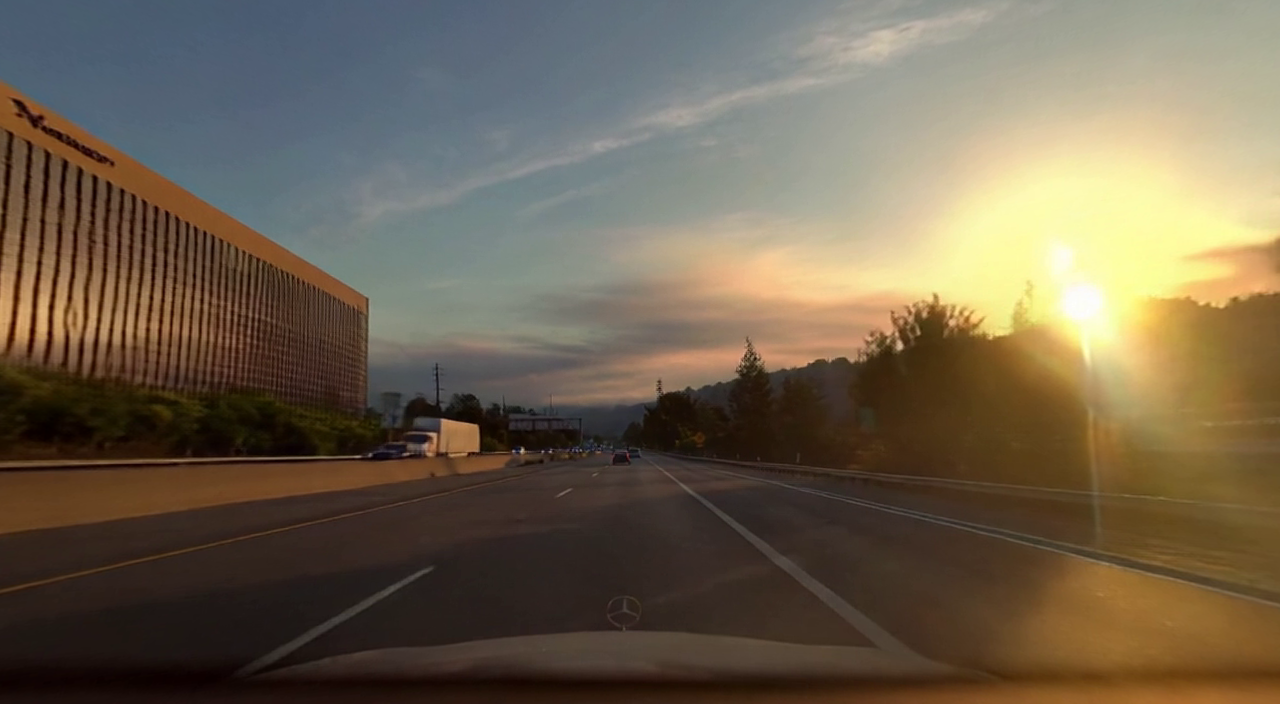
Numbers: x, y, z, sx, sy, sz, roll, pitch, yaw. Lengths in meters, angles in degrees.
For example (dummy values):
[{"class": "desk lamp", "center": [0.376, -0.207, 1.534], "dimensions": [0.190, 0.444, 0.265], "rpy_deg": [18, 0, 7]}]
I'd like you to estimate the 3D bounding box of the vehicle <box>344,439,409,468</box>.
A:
[{"class": "vehicle", "center": [-15.066, 5.850, 36.290], "dimensions": [1.864, 1.565, 4.250], "rpy_deg": [0, -9, 1]}]
